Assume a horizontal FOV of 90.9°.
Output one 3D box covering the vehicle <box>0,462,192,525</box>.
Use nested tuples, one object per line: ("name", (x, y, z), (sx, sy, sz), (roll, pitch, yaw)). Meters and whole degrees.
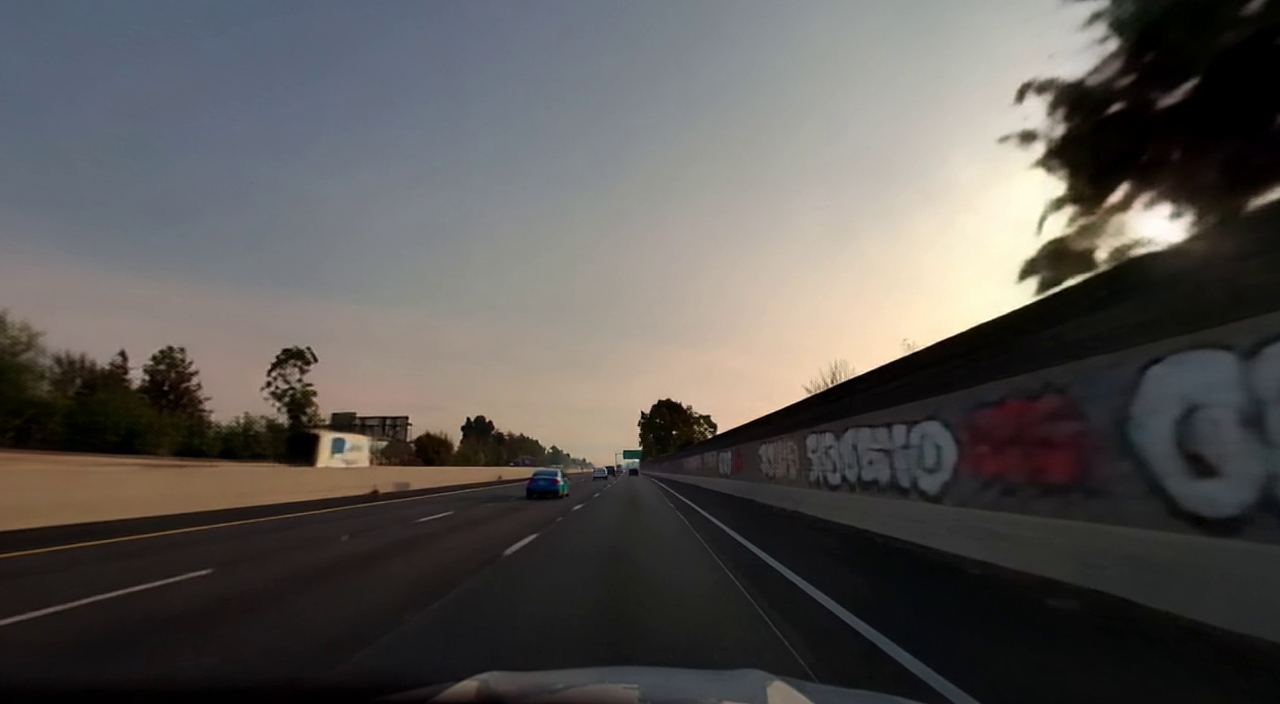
("vehicle", (-15.215, 3.847, 17.598), (1.963, 1.476, 4.580), (1, -10, 0))

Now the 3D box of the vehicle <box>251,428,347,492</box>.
("vehicle", (-22.811, 7.347, 42.621), (2.950, 3.925, 5.877), (1, -10, 0))

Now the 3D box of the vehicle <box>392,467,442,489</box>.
("vehicle", (-15.861, 8.952, 45.061), (1.842, 1.456, 4.483), (1, -10, 1))

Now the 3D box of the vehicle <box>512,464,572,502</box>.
("vehicle", (-4.131, 5.582, 27.078), (1.941, 1.437, 3.829), (1, -10, 0))
